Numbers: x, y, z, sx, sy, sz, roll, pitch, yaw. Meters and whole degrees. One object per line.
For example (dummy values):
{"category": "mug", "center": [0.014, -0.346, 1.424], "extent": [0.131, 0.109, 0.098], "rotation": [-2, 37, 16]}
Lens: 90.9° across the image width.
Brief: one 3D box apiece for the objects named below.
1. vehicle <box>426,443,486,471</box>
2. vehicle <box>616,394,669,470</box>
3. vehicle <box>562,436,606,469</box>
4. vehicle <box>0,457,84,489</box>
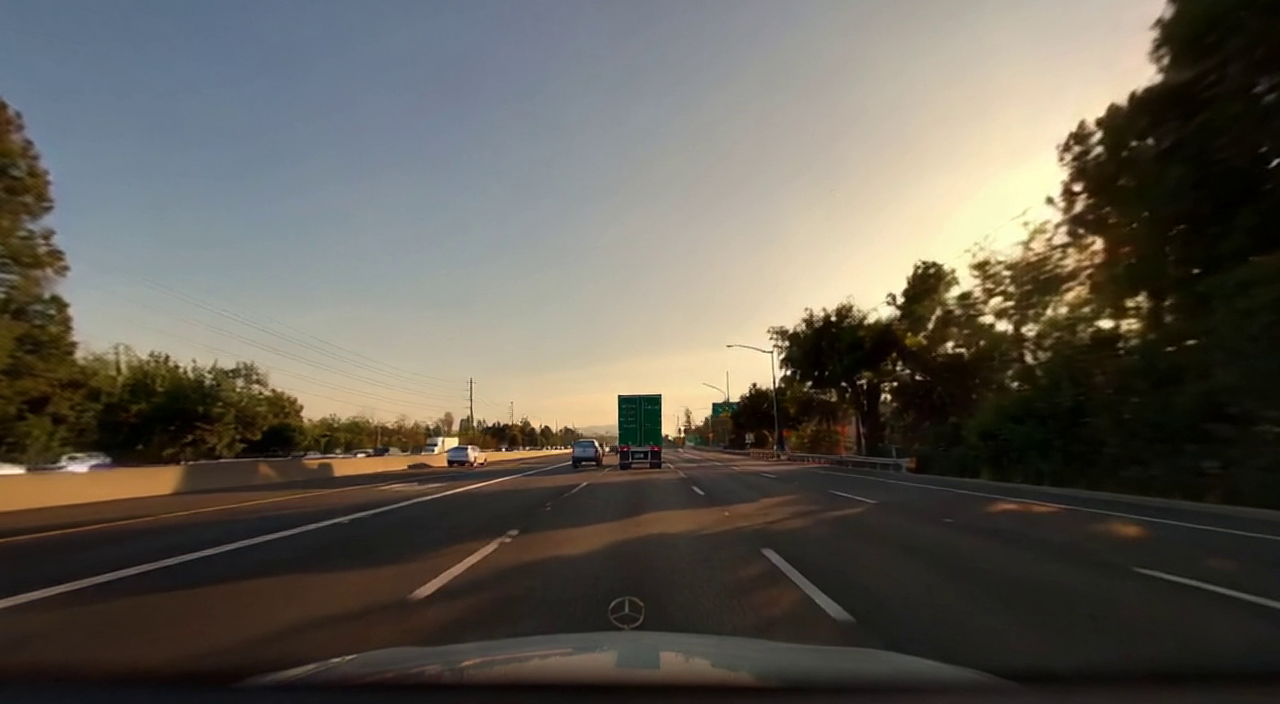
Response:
{"category": "vehicle", "center": [-10.632, 6.085, 36.900], "extent": [2.012, 1.509, 4.789], "rotation": [0, -8, 1]}
{"category": "vehicle", "center": [0.193, 5.297, 40.856], "extent": [2.879, 4.085, 13.125], "rotation": [0, -8, 0]}
{"category": "vehicle", "center": [-3.422, 6.268, 39.727], "extent": [2.293, 1.923, 5.141], "rotation": [0, -8, 0]}
{"category": "vehicle", "center": [-31.687, 6.147, 32.305], "extent": [2.124, 1.463, 4.754], "rotation": [0, -8, -1]}
